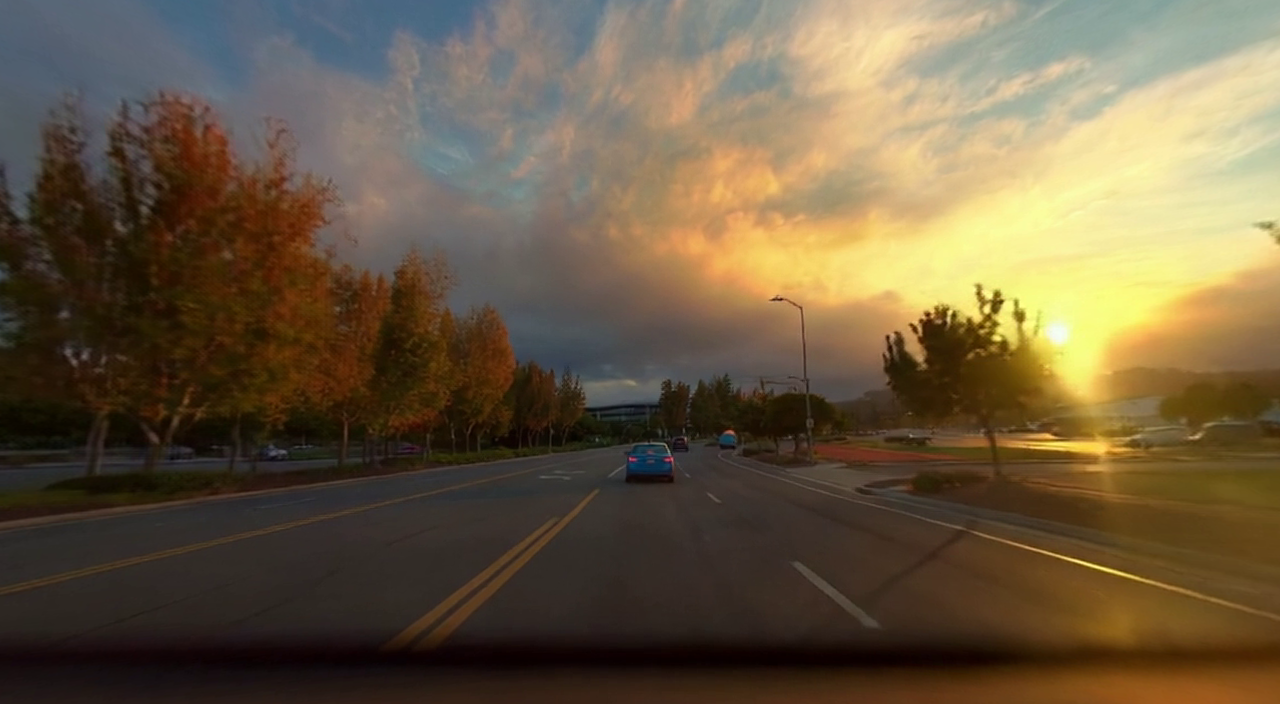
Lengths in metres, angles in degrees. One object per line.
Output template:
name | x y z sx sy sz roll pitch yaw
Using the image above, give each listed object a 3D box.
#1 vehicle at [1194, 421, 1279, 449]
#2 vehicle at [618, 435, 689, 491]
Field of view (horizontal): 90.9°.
vehicle | 44.156 6.145 46.563 4.459 1.710 2.018 -4 -8 1
vehicle | 0.395 3.411 19.681 2.010 1.535 3.735 0 -8 1
